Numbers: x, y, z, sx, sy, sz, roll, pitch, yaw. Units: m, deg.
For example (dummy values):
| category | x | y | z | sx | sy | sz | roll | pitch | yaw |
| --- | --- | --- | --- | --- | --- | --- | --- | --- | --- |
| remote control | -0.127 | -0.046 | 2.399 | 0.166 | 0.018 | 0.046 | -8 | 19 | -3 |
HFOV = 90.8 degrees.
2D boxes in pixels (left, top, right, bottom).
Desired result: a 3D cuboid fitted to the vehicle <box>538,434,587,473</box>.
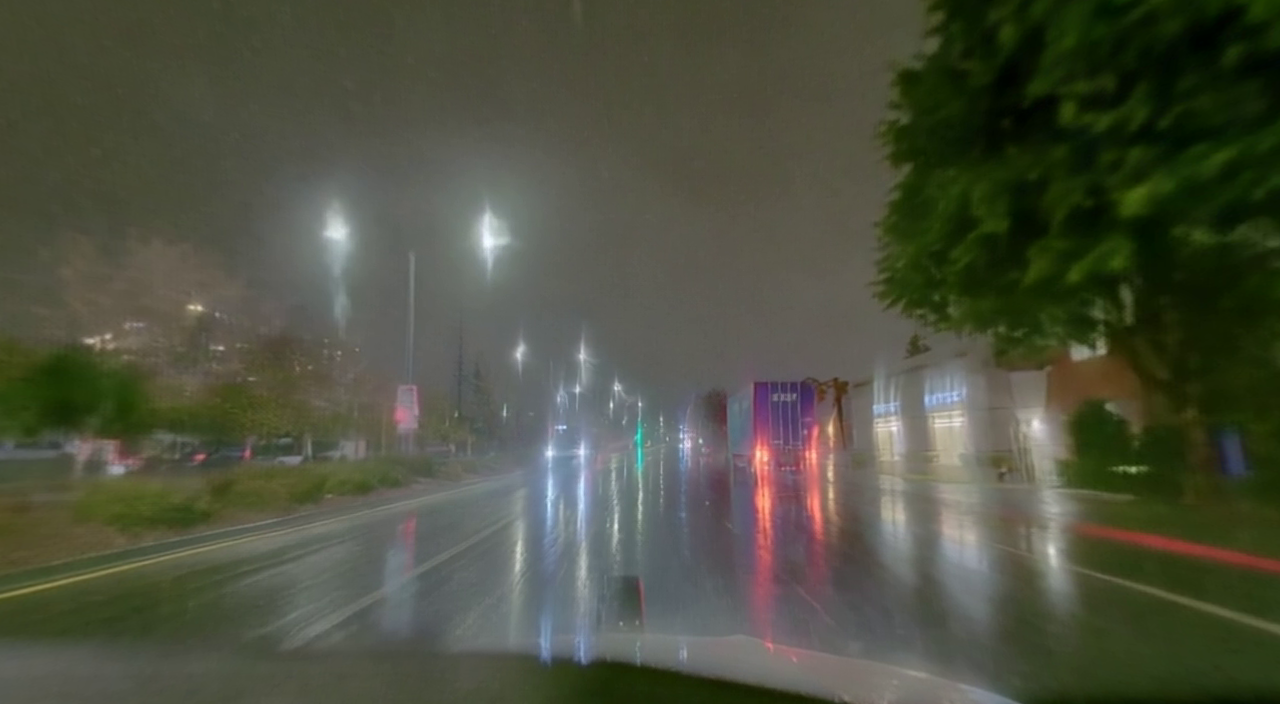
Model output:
| category | x | y | z | sx | sy | sz | roll | pitch | yaw |
| --- | --- | --- | --- | --- | --- | --- | --- | --- | --- |
| vehicle | -4.398 | 5.873 | 36.793 | 2.270 | 2.068 | 5.865 | 0 | -9 | -1 |

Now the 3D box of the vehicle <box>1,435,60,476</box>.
| category | x | y | z | sx | sy | sz | roll | pitch | yaw |
| --- | --- | --- | --- | --- | --- | --- | --- | --- | --- |
| vehicle | -43.710 | 7.360 | 45.261 | 5.732 | 2.732 | 2.438 | -8 | -12 | 42 |

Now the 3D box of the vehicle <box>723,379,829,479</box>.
| category | x | y | z | sx | sy | sz | roll | pitch | yaw |
| --- | --- | --- | --- | --- | --- | --- | --- | --- | --- |
| vehicle | 6.184 | 3.843 | 30.547 | 2.981 | 4.106 | 8.794 | 0 | -9 | -1 |

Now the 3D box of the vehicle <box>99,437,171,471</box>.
| category | x | y | z | sx | sy | sz | roll | pitch | yaw |
| --- | --- | --- | --- | --- | --- | --- | --- | --- | --- |
| vehicle | -38.613 | 7.731 | 48.238 | 6.478 | 2.425 | 2.435 | -6 | -10 | 36 |

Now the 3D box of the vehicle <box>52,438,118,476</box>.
| category | x | y | z | sx | sy | sz | roll | pitch | yaw |
| --- | --- | --- | --- | --- | --- | --- | --- | --- | --- |
| vehicle | -41.071 | 7.702 | 46.676 | 6.575 | 2.550 | 2.406 | -7 | -11 | 39 |
